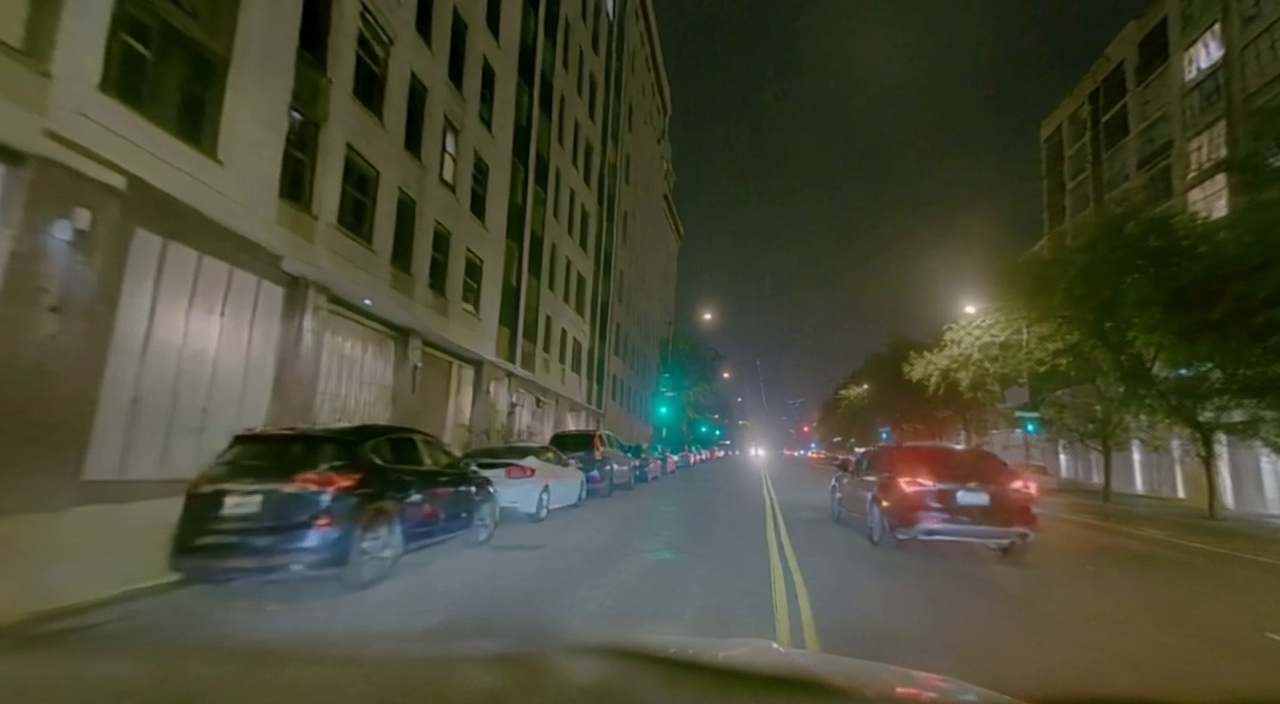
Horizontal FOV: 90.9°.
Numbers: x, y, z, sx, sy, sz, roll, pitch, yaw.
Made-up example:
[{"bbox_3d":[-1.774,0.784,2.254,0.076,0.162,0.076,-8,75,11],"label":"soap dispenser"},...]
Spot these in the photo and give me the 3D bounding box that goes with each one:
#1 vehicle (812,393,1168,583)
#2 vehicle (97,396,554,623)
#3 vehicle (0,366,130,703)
[{"bbox_3d":[4.368,1.819,9.494,2.411,1.899,5.993,-1,-8,6],"label":"vehicle"},{"bbox_3d":[-2.803,1.532,7.245,2.179,1.658,4.765,-2,-9,11],"label":"vehicle"},{"bbox_3d":[-4.281,0.682,1.616,1.922,1.628,4.291,-1,-8,10],"label":"vehicle"}]
